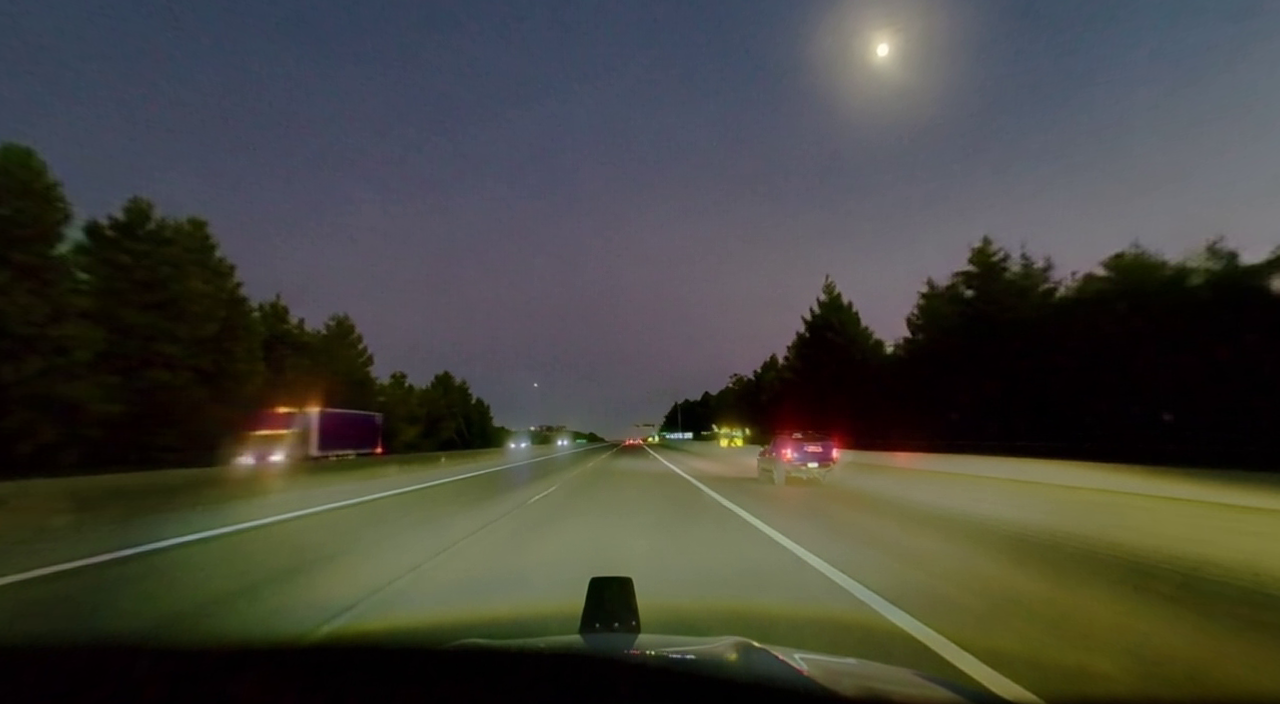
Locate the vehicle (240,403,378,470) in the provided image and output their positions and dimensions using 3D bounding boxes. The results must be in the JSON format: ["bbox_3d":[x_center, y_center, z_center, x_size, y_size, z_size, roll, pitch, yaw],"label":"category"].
[{"bbox_3d":[-18.061,4.750,35.252,2.904,3.267,8.867,0,-8,0],"label":"vehicle"}]
